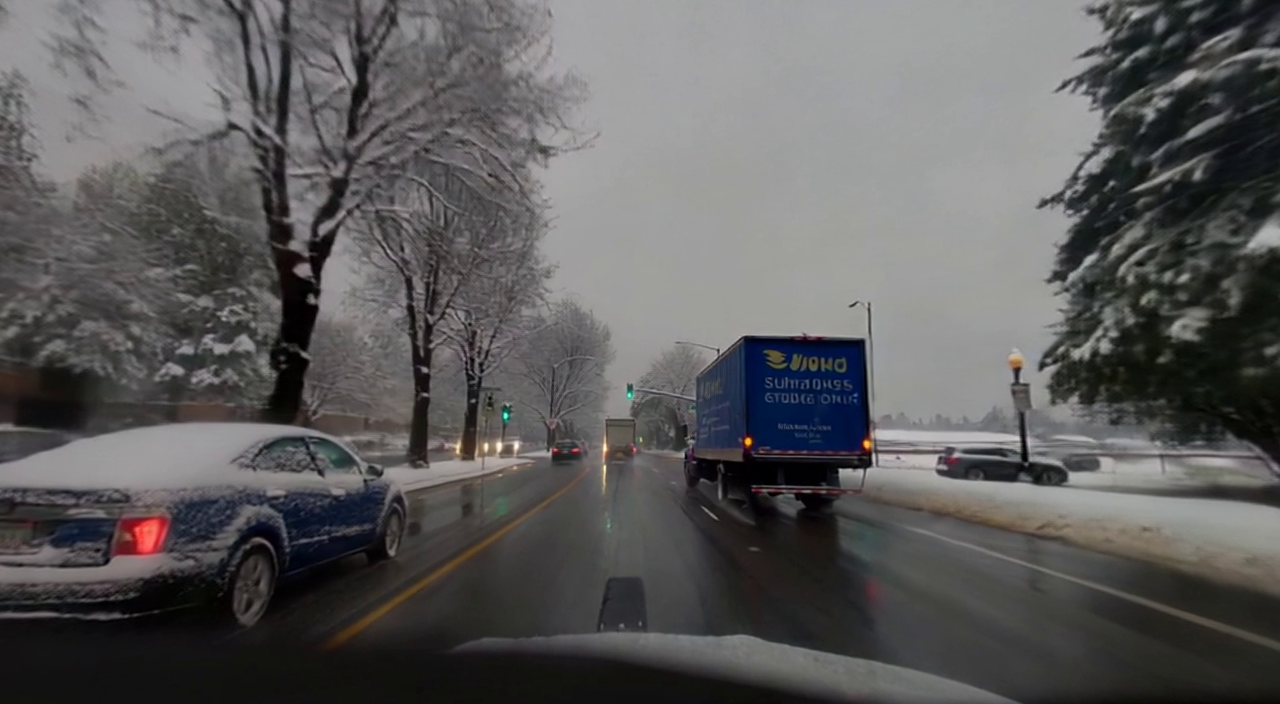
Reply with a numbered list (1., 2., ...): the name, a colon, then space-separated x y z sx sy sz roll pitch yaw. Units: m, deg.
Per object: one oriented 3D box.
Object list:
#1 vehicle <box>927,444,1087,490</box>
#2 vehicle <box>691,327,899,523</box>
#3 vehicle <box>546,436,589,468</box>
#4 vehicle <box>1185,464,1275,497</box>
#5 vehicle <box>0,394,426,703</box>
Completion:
1. vehicle: 16.172 5.082 28.059 5.670 1.895 2.219 -2 -9 15
2. vehicle: 3.225 1.959 15.983 2.905 3.644 8.441 0 -8 -1
3. vehicle: -4.409 6.113 38.360 2.388 1.811 4.455 1 -9 -6
4. vehicle: 34.980 7.598 37.389 2.066 1.643 4.614 -3 -9 19
5. vehicle: -3.468 1.282 5.156 1.828 1.515 4.422 0 -9 0
